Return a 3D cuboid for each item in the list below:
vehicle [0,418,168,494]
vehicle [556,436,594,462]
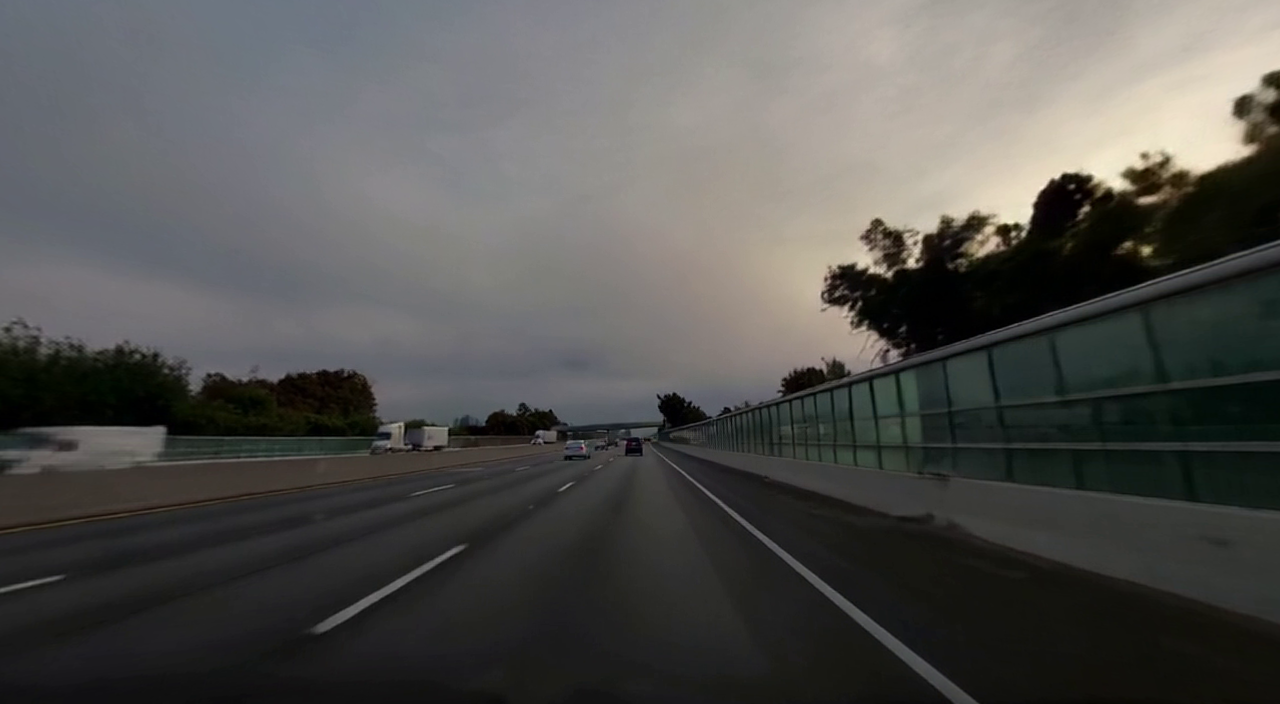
[{"bbox_3d":[-20.245,3.640,22.326,2.251,2.311,5.834,0,-8,0],"label":"vehicle"},{"bbox_3d":[-4.216,6.404,41.509,2.063,1.598,4.189,0,-8,0],"label":"vehicle"}]
